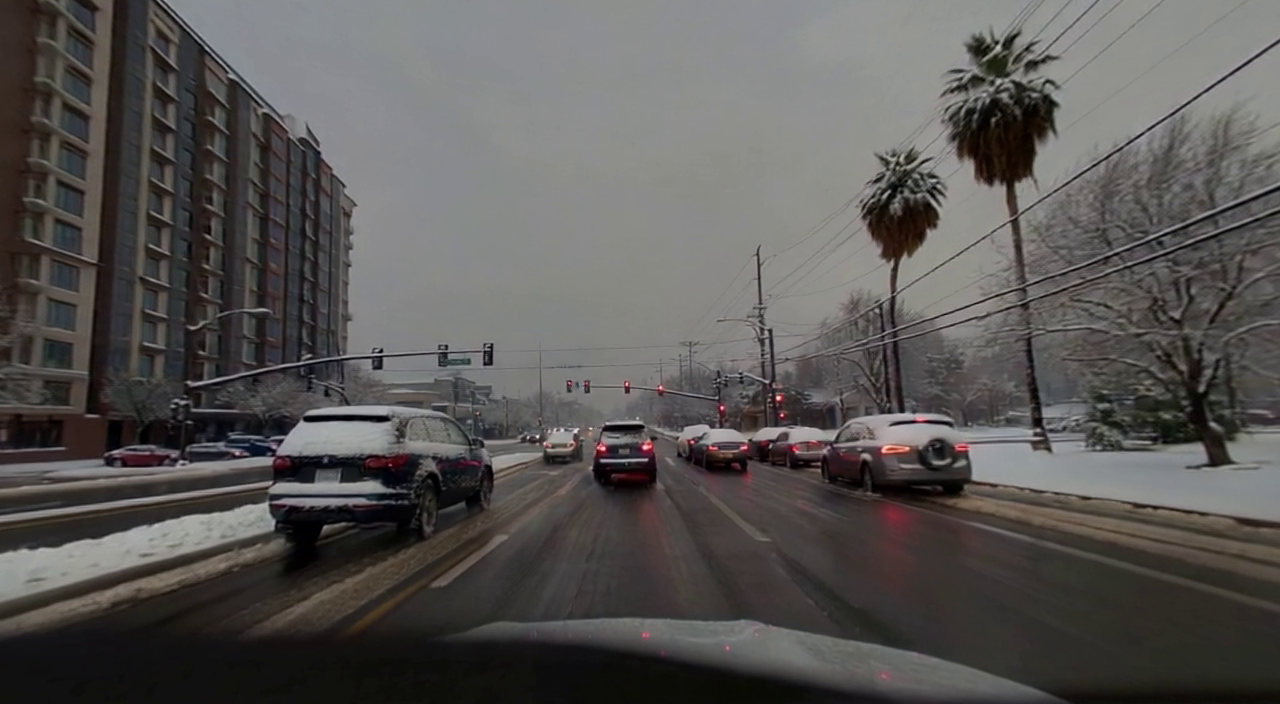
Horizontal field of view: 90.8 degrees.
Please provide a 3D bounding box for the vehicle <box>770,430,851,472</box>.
[{"bbox_3d":[6.428,3.778,24.285,1.764,1.451,4.300,0,-8,-2],"label":"vehicle"}]

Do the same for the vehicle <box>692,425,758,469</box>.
[{"bbox_3d":[3.253,3.775,25.078,1.975,1.598,4.025,0,-8,-1],"label":"vehicle"}]

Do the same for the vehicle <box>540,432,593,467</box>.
[{"bbox_3d":[-3.372,4.571,29.681,1.973,1.504,3.895,0,-8,0],"label":"vehicle"}]

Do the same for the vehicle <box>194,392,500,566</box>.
[{"bbox_3d":[-3.504,1.626,8.764,2.136,1.779,4.417,0,-8,0],"label":"vehicle"}]

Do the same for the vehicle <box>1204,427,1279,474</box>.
[{"bbox_3d":[22.276,3.429,22.111,2.020,1.501,4.732,-3,-9,20],"label":"vehicle"}]

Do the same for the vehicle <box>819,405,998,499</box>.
[{"bbox_3d":[6.461,2.510,16.134,2.130,1.979,5.310,0,-8,-1],"label":"vehicle"}]

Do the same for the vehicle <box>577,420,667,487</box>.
[{"bbox_3d":[-0.502,2.881,18.195,2.302,1.681,4.217,0,-8,-1],"label":"vehicle"}]
